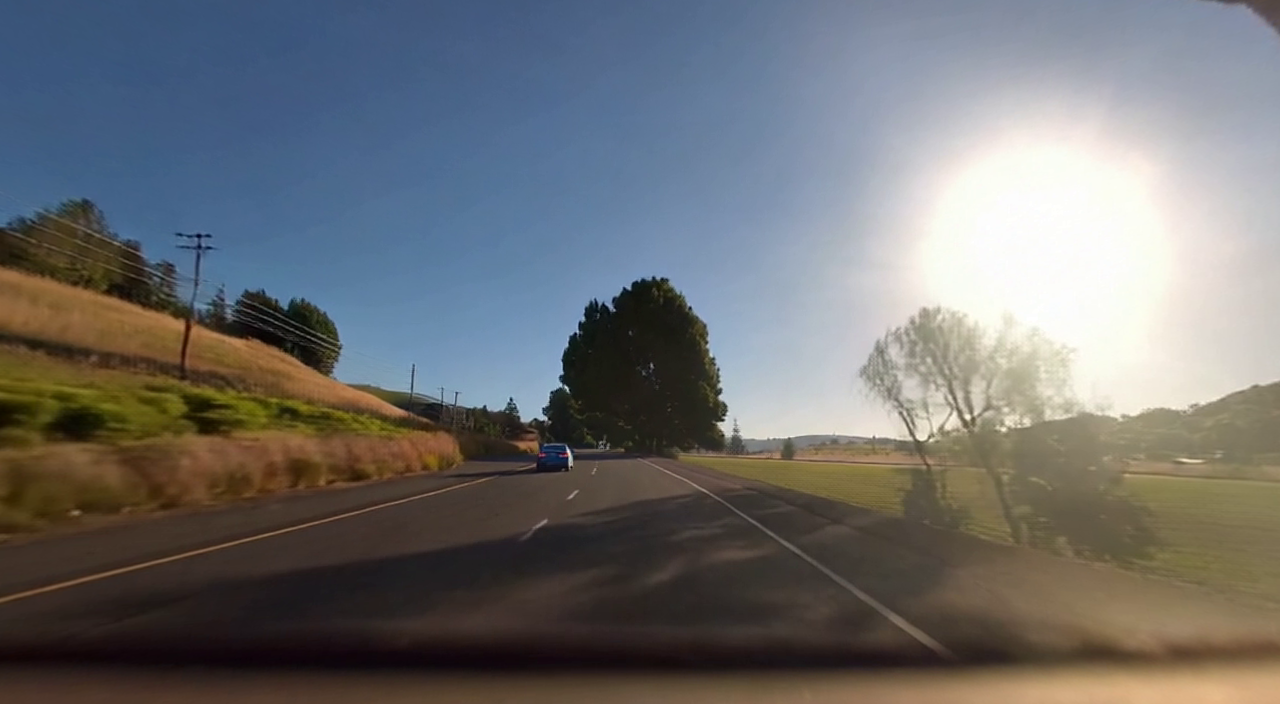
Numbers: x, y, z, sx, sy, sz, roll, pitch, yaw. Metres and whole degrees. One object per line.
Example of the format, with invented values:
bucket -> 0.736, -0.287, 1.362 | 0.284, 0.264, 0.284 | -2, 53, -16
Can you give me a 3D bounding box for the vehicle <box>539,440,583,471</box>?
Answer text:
vehicle -> -4.096, 5.455, 33.363 | 1.968, 1.503, 4.443 | 0, -8, -3
